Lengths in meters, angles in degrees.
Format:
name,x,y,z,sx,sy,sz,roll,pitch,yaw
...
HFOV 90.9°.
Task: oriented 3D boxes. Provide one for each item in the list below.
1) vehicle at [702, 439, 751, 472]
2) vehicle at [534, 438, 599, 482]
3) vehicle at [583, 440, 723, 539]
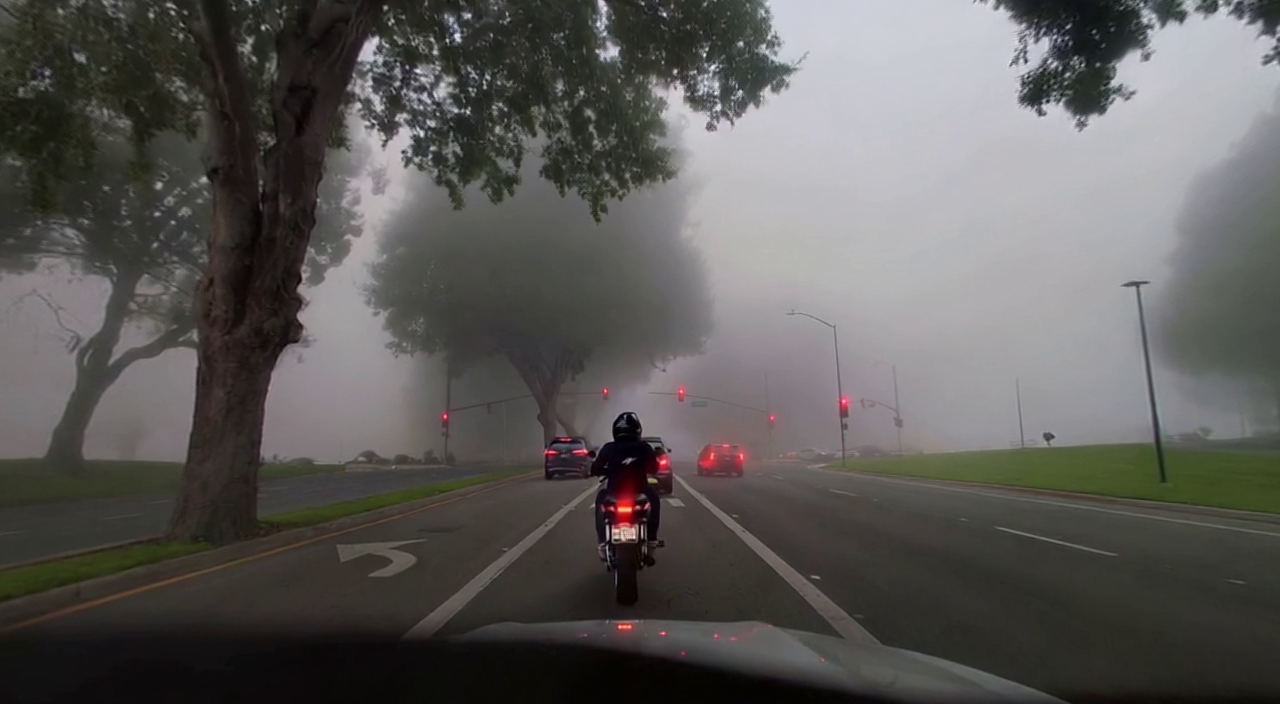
name,x,y,z,sx,sy,sz,roll,pitch,yaw
vehicle,4.683,5.683,34.775,2.075,1.661,4.229,0,-8,-1
vehicle,-3.014,4.568,27.084,2.056,1.647,5.045,-1,-8,1
vehicle,0.177,2.385,11.736,2.093,1.450,4.437,0,-8,0
